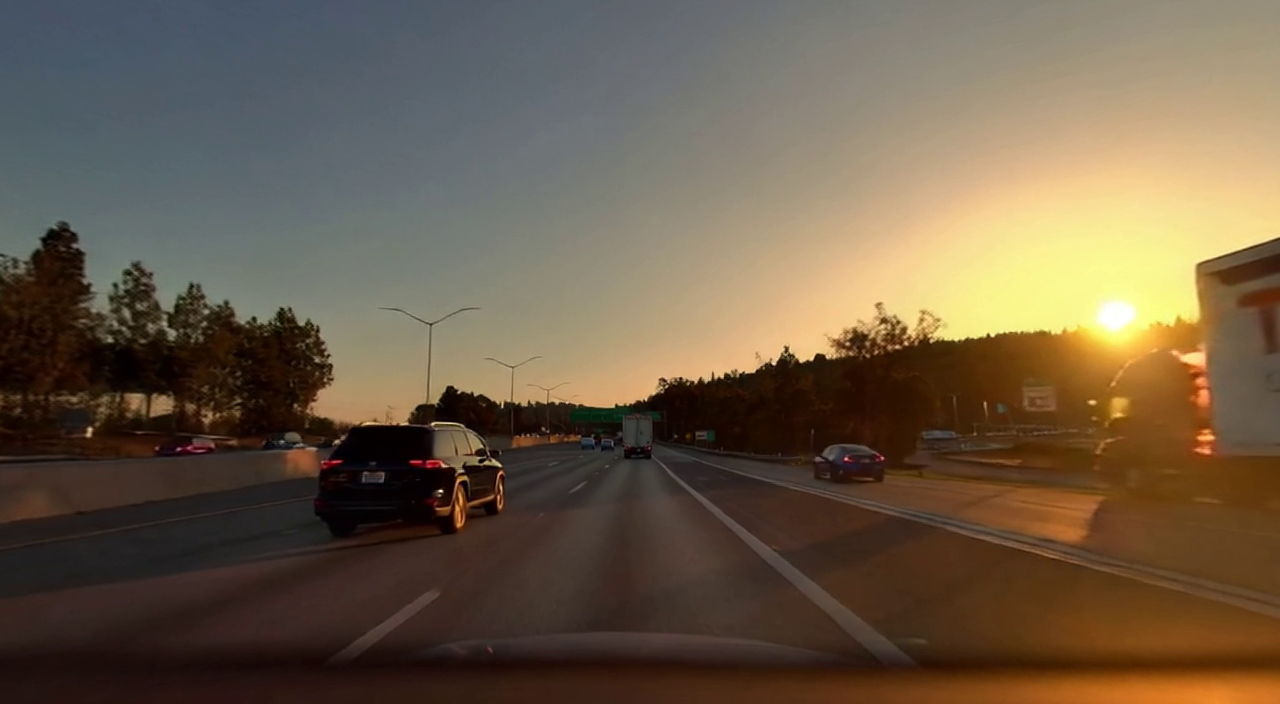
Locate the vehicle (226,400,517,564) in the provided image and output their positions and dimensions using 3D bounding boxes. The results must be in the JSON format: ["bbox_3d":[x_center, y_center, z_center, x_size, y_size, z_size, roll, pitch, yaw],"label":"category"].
[{"bbox_3d":[-3.496,1.826,9.559,2.178,1.826,4.933,0,-9,1],"label":"vehicle"}]

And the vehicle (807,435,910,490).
[{"bbox_3d":[7.289,3.716,21.467,1.958,1.681,4.109,0,-9,-1],"label":"vehicle"}]
